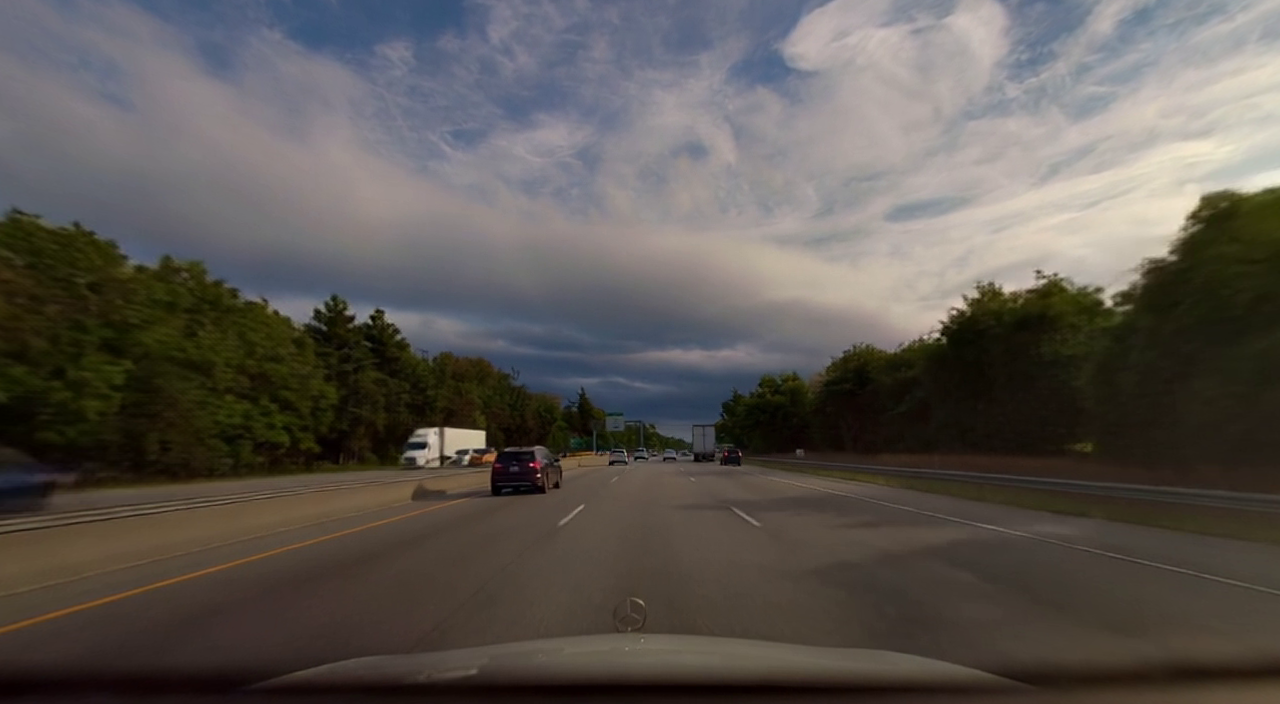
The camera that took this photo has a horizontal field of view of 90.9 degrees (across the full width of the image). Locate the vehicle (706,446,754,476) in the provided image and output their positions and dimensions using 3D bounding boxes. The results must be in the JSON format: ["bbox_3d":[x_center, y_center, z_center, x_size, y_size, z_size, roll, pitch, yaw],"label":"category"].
[{"bbox_3d":[5.034,6.151,35.697,2.176,1.598,3.878,0,-9,1],"label":"vehicle"}]

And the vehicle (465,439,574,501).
[{"bbox_3d":[-3.281,3.345,18.277,2.085,1.530,4.809,0,-9,2],"label":"vehicle"}]
